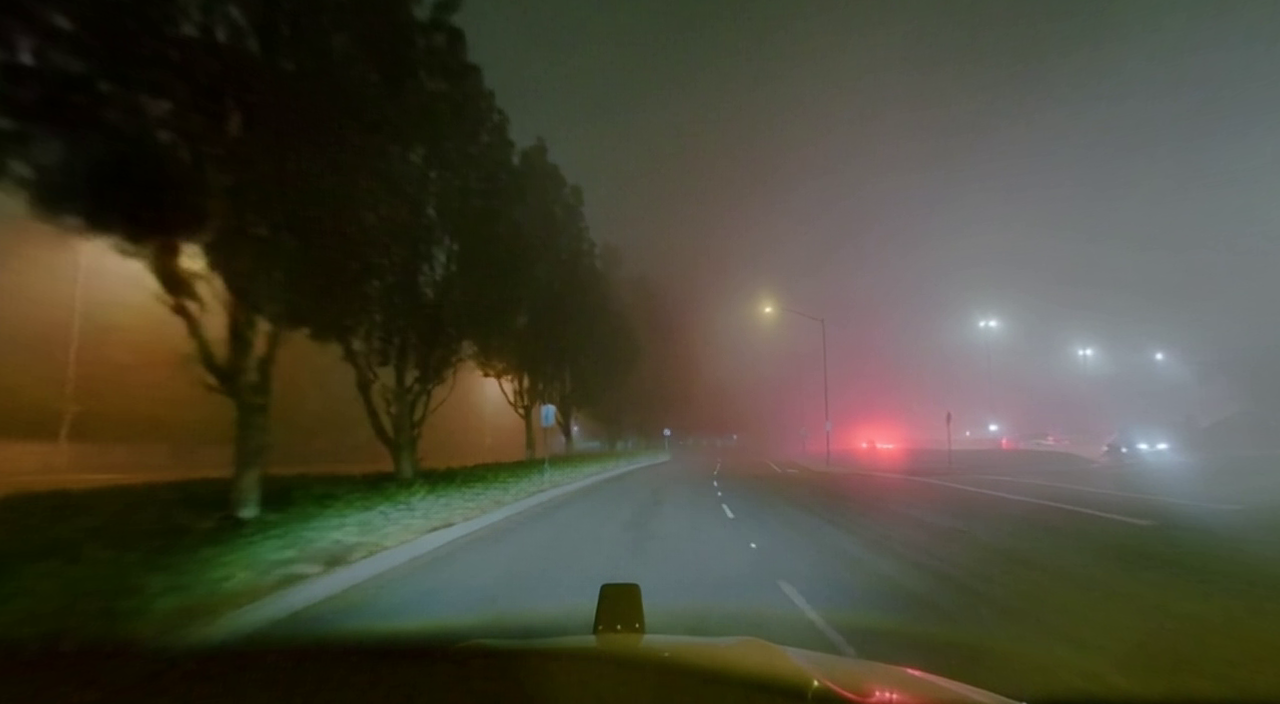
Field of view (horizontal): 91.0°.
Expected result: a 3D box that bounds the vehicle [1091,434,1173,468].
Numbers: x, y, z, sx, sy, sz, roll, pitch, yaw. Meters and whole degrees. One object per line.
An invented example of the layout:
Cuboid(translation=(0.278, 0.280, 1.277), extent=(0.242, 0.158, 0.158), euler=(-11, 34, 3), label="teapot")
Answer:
Cuboid(translation=(23.816, 4.776, 30.415), extent=(4.456, 1.489, 1.963), euler=(7, -11, -37), label="vehicle")
